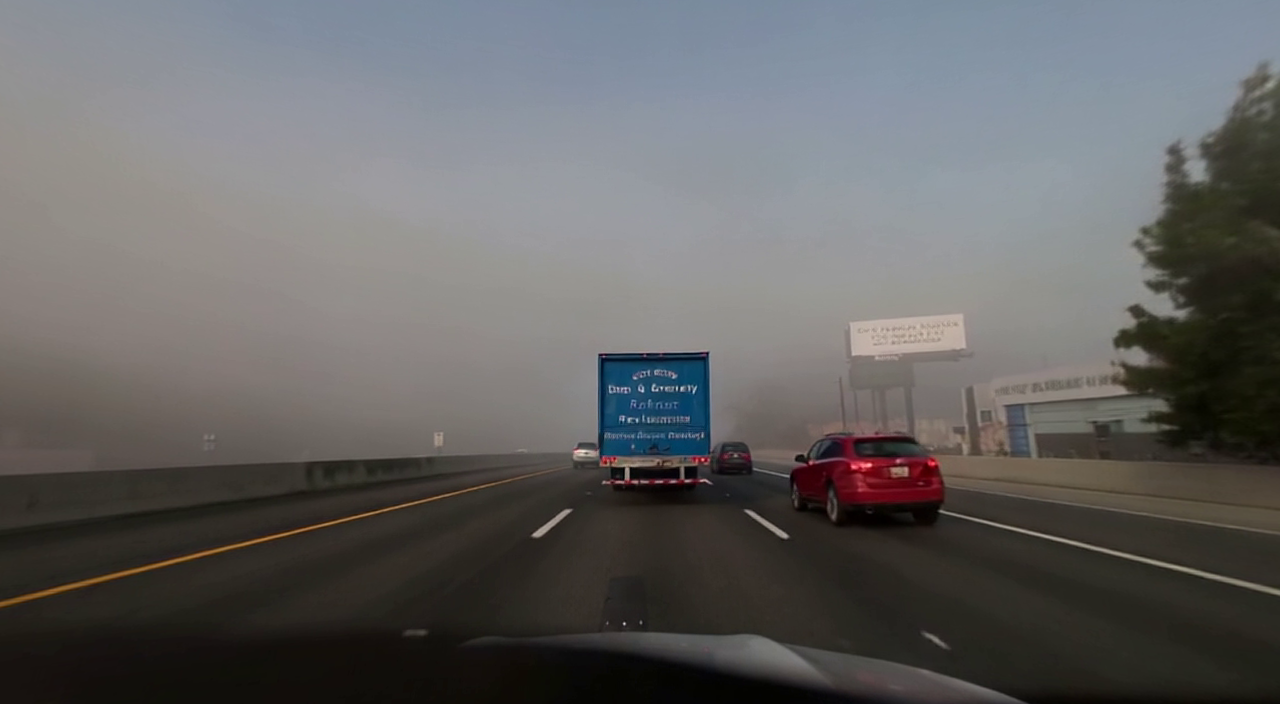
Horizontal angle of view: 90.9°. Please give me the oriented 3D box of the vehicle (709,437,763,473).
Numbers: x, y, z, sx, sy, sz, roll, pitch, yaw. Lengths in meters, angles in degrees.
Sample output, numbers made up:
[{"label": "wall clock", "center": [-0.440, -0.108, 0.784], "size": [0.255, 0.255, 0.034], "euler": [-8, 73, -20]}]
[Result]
[{"label": "vehicle", "center": [4.817, 5.250, 32.299], "size": [2.066, 1.692, 4.339], "euler": [0, -8, 0]}]

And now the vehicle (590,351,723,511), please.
[{"label": "vehicle", "center": [0.397, 2.239, 17.449], "size": [2.733, 3.296, 8.571], "euler": [0, -8, 1]}]

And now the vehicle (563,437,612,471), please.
[{"label": "vehicle", "center": [-2.802, 5.617, 34.910], "size": [2.030, 1.757, 4.509], "euler": [-1, -8, 4]}]

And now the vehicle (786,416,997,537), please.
[{"label": "vehicle", "center": [4.124, 2.104, 11.274], "size": [1.986, 1.718, 4.296], "euler": [0, -8, 0]}]
